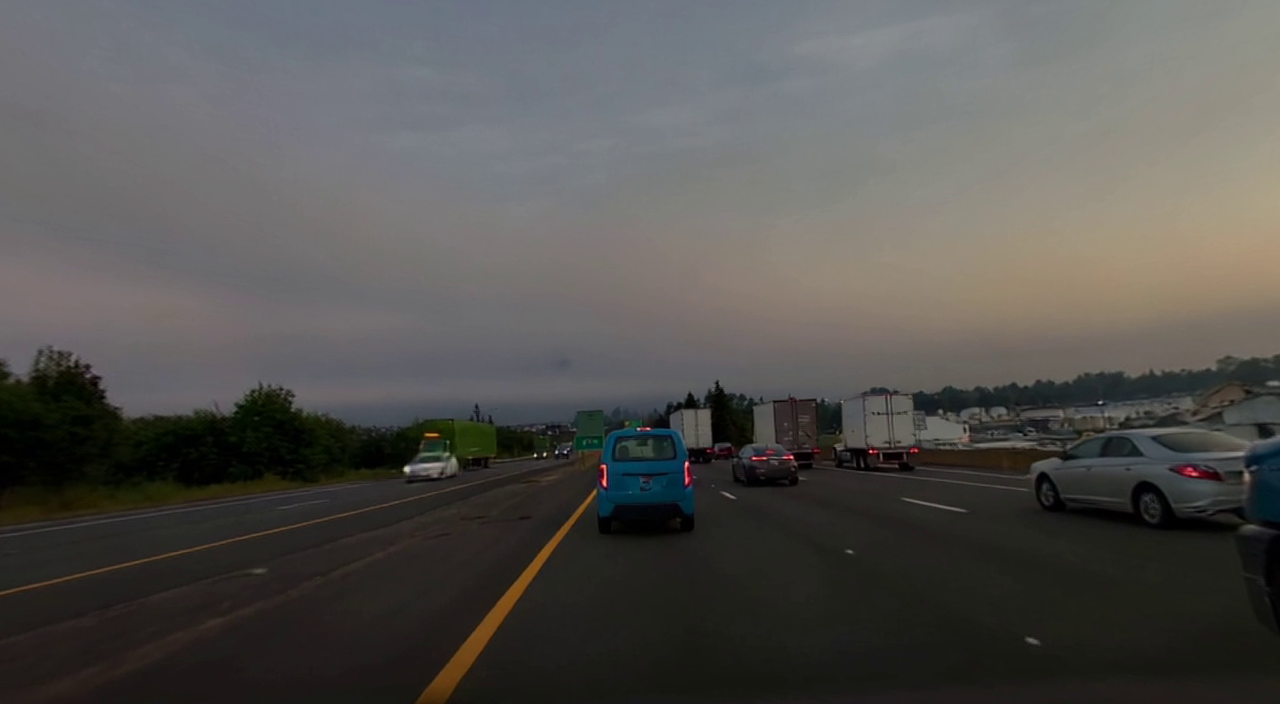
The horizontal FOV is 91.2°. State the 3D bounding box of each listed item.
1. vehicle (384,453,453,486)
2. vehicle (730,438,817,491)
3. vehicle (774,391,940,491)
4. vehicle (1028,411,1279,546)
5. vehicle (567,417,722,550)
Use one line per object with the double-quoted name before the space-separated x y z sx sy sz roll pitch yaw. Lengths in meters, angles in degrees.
"vehicle" -11.500 6.114 32.902 1.925 1.517 4.598 0 -9 0
"vehicle" 4.136 3.547 20.018 1.859 1.512 3.711 0 -9 -1
"vehicle" 8.102 3.655 25.449 2.799 3.188 10.578 0 -9 -1
"vehicle" 8.566 1.897 9.995 1.913 1.652 4.384 0 -9 0
"vehicle" 0.031 1.944 9.759 1.965 1.664 3.428 0 -9 -1
